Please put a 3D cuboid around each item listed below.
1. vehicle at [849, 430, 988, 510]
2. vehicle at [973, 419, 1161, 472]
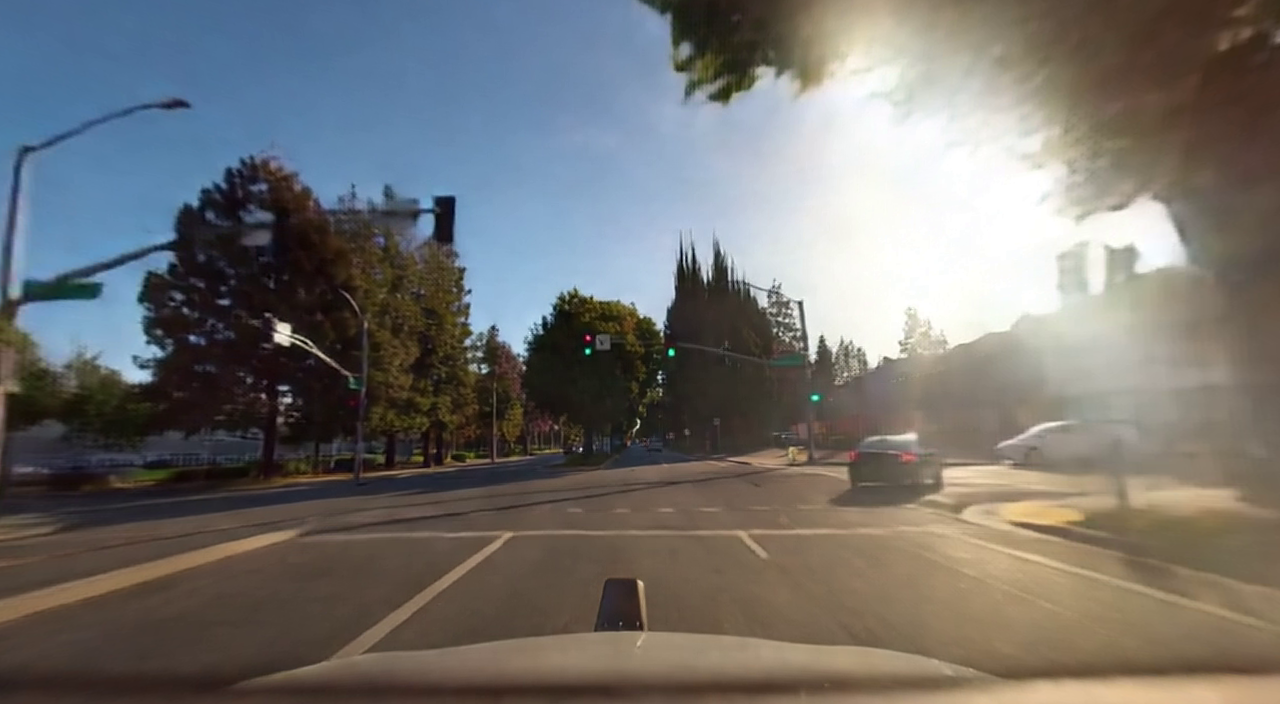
[{"bbox_3d":[6.447,2.549,14.253,2.064,1.470,4.610,-5,-9,33],"label":"vehicle"},{"bbox_3d":[14.140,3.121,21.103,4.704,1.544,2.112,-1,-8,0],"label":"vehicle"}]
